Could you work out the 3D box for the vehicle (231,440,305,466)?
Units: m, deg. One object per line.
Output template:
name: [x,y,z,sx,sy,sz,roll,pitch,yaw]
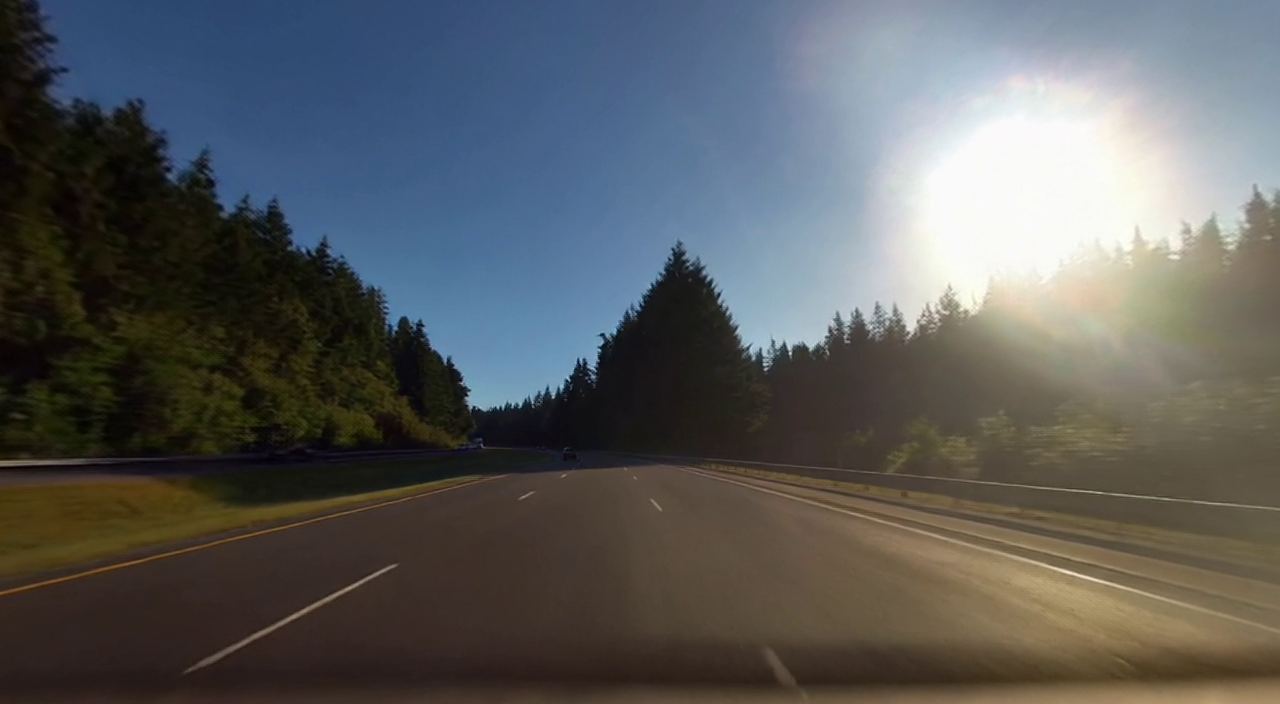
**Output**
vehicle: [-22.179,6.056,37.864,1.814,1.439,4.704,0,-9,-3]
